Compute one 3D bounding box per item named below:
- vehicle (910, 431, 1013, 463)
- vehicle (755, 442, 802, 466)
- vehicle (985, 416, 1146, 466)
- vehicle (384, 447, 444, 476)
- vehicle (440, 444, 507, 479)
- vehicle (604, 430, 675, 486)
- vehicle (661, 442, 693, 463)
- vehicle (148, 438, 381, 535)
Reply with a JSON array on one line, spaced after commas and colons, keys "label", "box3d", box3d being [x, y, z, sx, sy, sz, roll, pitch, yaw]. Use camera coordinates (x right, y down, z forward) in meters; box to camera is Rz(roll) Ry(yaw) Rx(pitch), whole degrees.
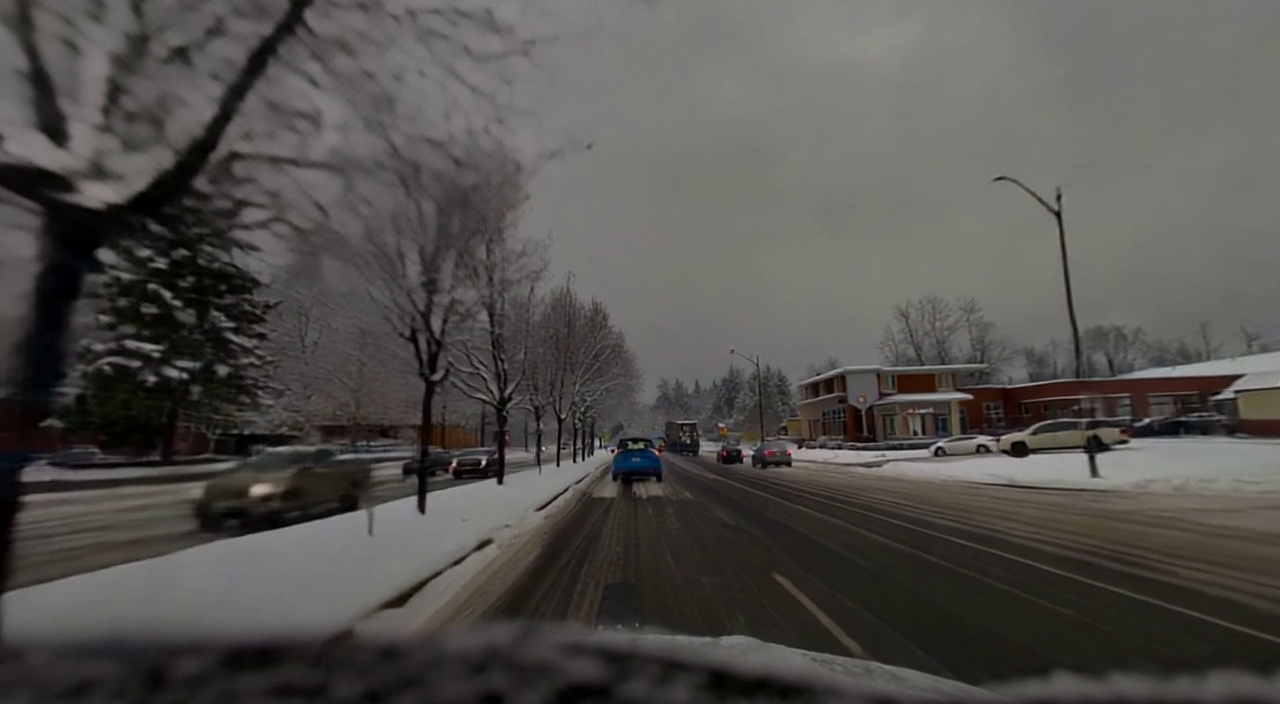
[{"label": "vehicle", "box3d": [19.456, 5.733, 38.366, 4.932, 1.514, 2.327, -3, -7, -5]}, {"label": "vehicle", "box3d": [9.124, 6.761, 41.991, 2.045, 1.484, 4.342, 0, -8, -2]}, {"label": "vehicle", "box3d": [19.677, 4.148, 29.487, 5.677, 2.171, 2.393, 0, -8, 4]}, {"label": "vehicle", "box3d": [-13.504, 6.551, 38.043, 1.958, 1.604, 4.279, 0, -8, 0]}, {"label": "vehicle", "box3d": [-7.946, 5.241, 30.646, 1.948, 1.508, 4.749, 0, -8, 0]}, {"label": "vehicle", "box3d": [-0.057, 3.712, 22.486, 2.266, 1.762, 4.131, 0, -8, -1]}, {"label": "vehicle", "box3d": [2.798, 7.650, 48.310, 2.078, 1.471, 4.142, 0, -8, -1]}, {"label": "vehicle", "box3d": [-7.609, 2.717, 13.529, 2.078, 1.694, 4.611, -1, -8, 1]}]
